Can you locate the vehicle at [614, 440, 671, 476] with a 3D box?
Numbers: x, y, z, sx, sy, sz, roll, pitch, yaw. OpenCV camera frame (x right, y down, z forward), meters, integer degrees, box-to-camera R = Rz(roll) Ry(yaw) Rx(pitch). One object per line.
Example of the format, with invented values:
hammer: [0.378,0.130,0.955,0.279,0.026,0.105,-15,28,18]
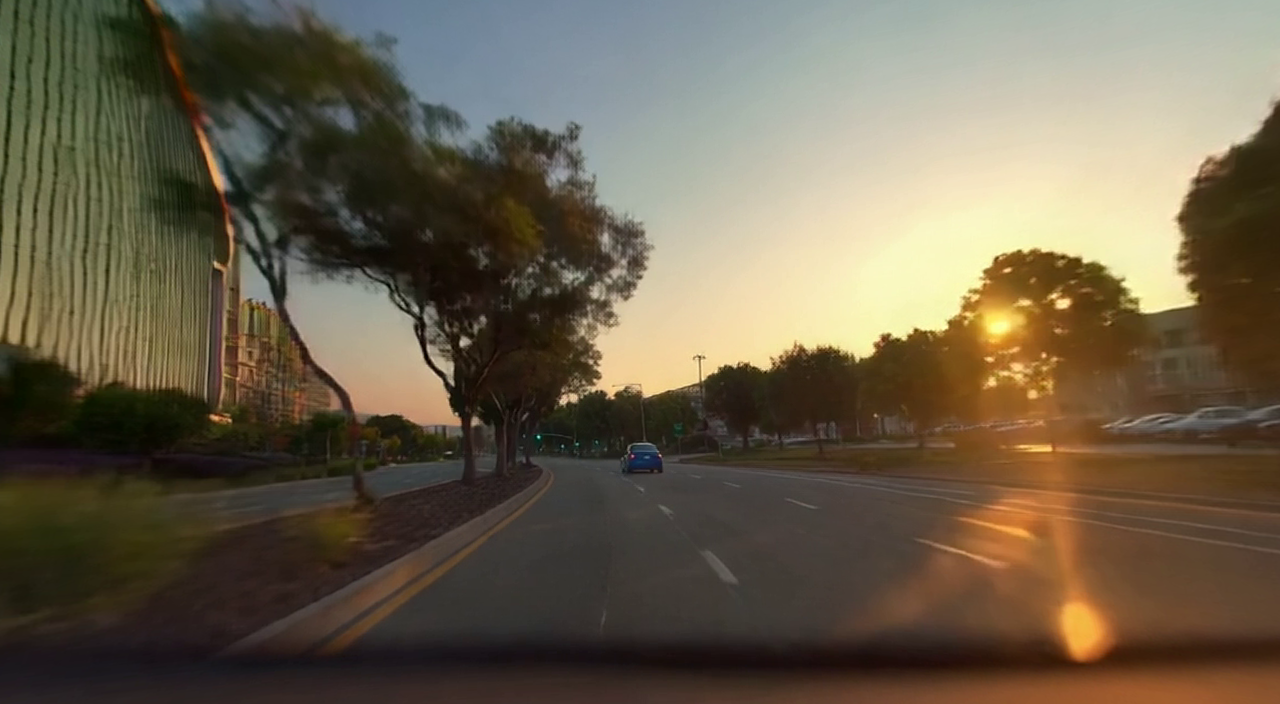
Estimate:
vehicle: [0.034,5.248,31.527,2.165,1.633,4.381,1,-9,-8]
